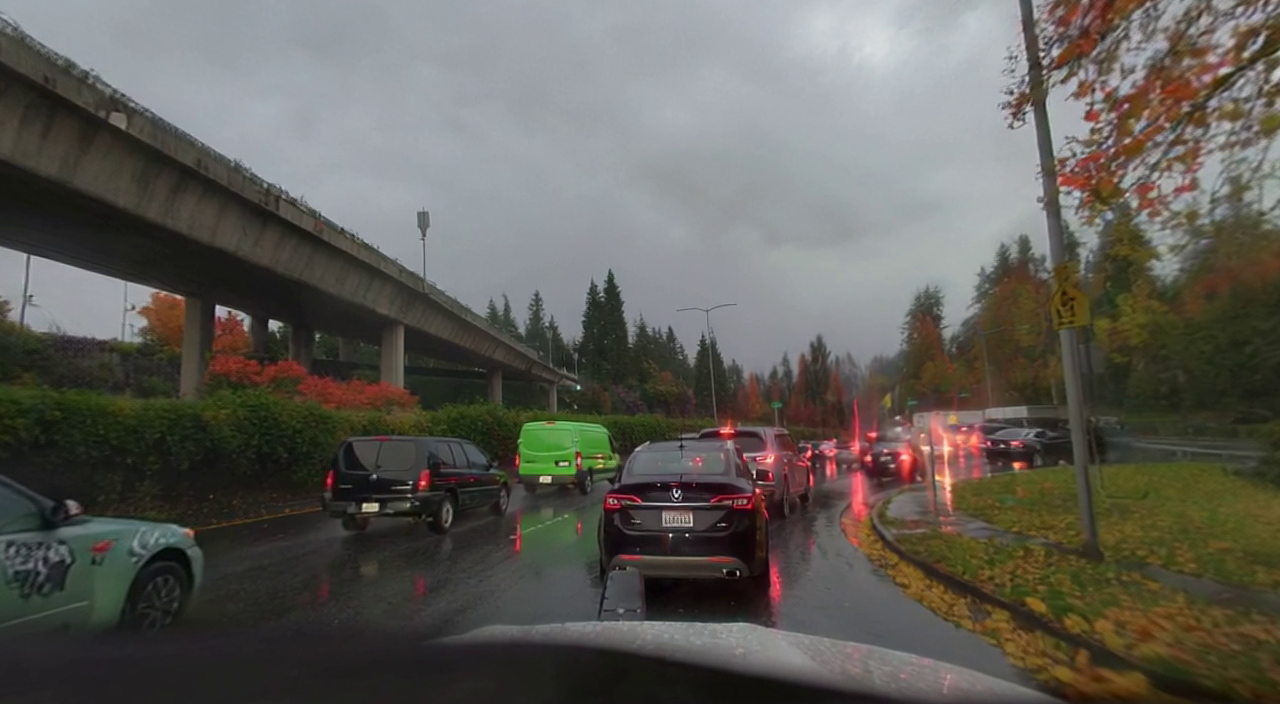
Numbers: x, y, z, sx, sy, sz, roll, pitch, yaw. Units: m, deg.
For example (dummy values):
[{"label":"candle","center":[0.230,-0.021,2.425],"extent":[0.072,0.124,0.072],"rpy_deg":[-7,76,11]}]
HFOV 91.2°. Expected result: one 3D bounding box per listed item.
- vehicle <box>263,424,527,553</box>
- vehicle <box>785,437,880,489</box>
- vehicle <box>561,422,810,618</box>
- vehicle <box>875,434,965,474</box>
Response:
[{"label":"vehicle","center":[-3.437,2.001,9.827],"extent":[1.921,1.554,4.081],"rpy_deg":[-2,-9,11]},{"label":"vehicle","center":[6.132,3.439,19.683],"extent":[1.780,1.446,3.902],"rpy_deg":[-6,-11,32]},{"label":"vehicle","center":[0.785,1.638,7.003],"extent":[2.064,1.515,3.722],"rpy_deg":[-3,-9,14]},{"label":"vehicle","center":[11.564,4.168,25.777],"extent":[3.934,1.485,1.763],"rpy_deg":[7,-12,-40]}]
